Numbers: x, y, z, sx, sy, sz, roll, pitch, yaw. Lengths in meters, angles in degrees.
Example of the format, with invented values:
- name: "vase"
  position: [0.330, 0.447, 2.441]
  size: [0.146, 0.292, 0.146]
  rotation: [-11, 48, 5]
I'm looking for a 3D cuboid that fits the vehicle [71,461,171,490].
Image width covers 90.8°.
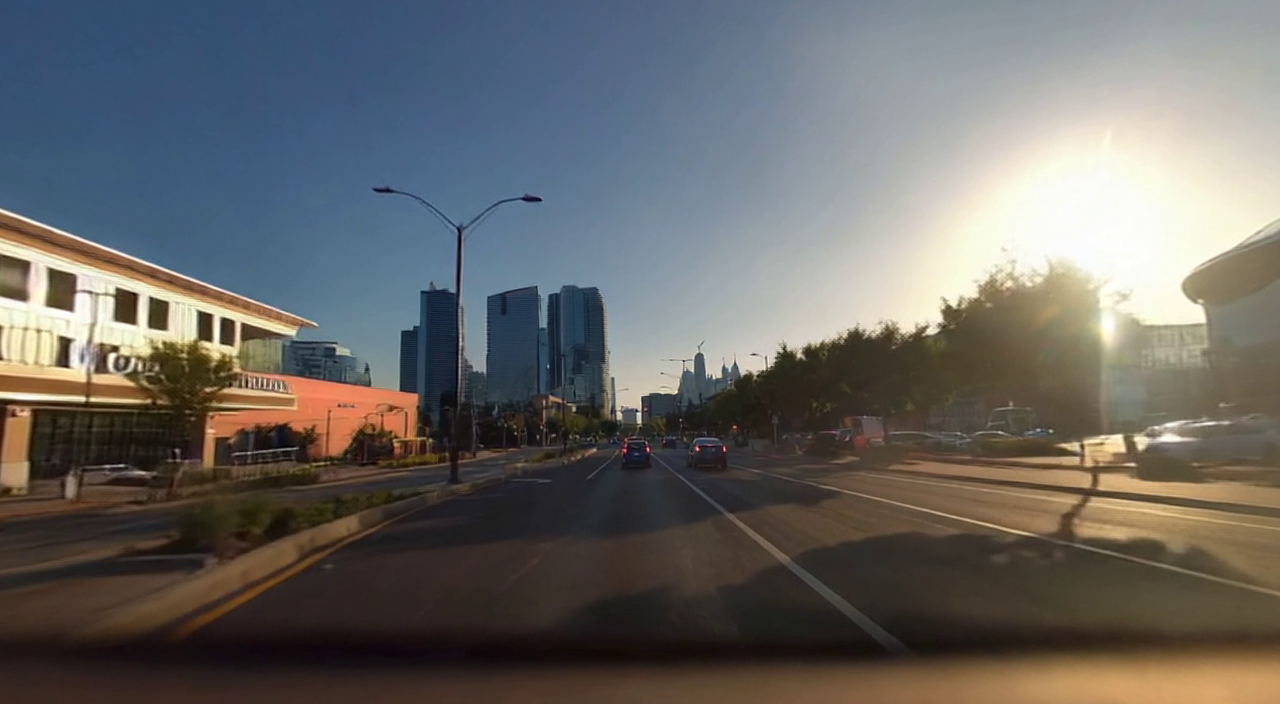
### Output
- name: "vehicle"
  position: [-29.936, 7.105, 36.524]
  size: [4.033, 1.531, 1.789]
  rotation: [0, -9, -3]

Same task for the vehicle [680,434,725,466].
- name: "vehicle"
  position: [3.440, 5.557, 35.782]
  size: [2.100, 1.683, 4.231]
  rotation: [0, -9, 0]

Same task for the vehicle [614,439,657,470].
- name: "vehicle"
  position: [-0.266, 5.397, 33.442]
  size: [2.110, 1.476, 4.294]
  rotation: [0, -9, -1]

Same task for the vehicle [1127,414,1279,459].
- name: "vehicle"
  position: [20.438, 2.986, 22.221]
  size: [4.813, 1.483, 2.129]
  rotation: [0, -9, 0]
